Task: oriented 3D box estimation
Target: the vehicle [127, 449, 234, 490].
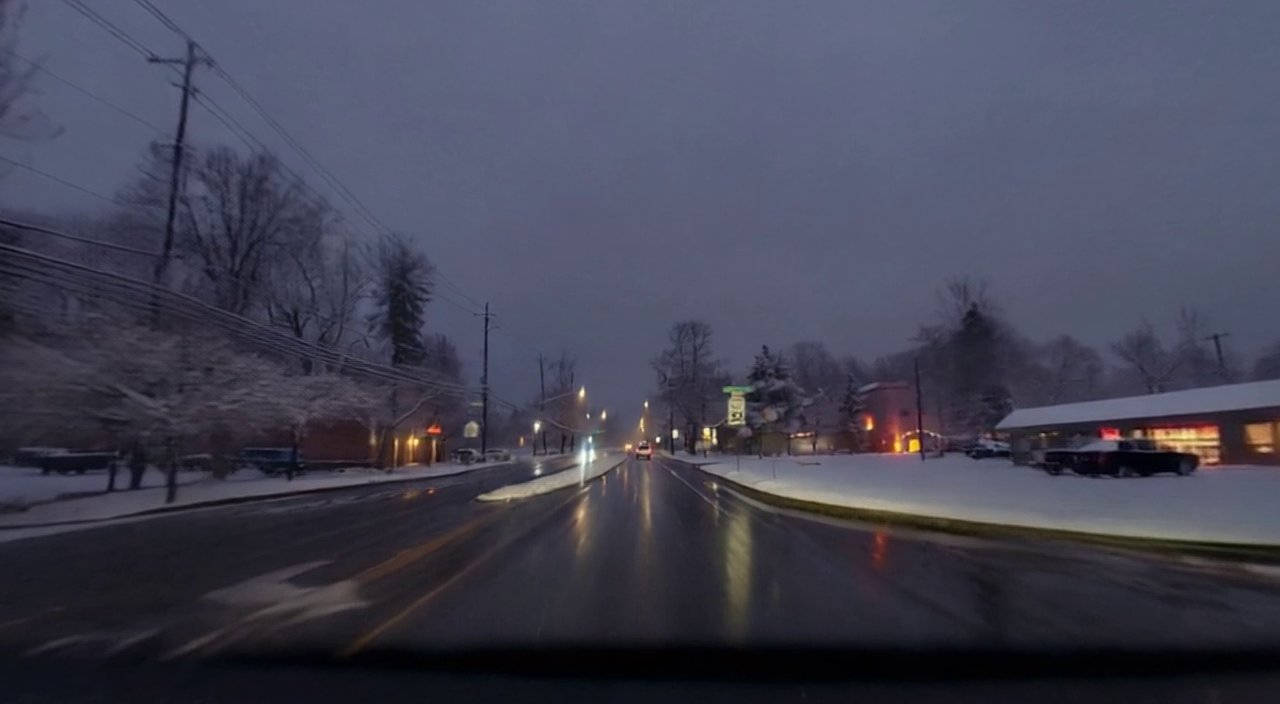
[{"bbox_3d":[-18.460,4.683,25.658,2.061,1.475,4.357,2,-9,-16],"label":"vehicle"}]
